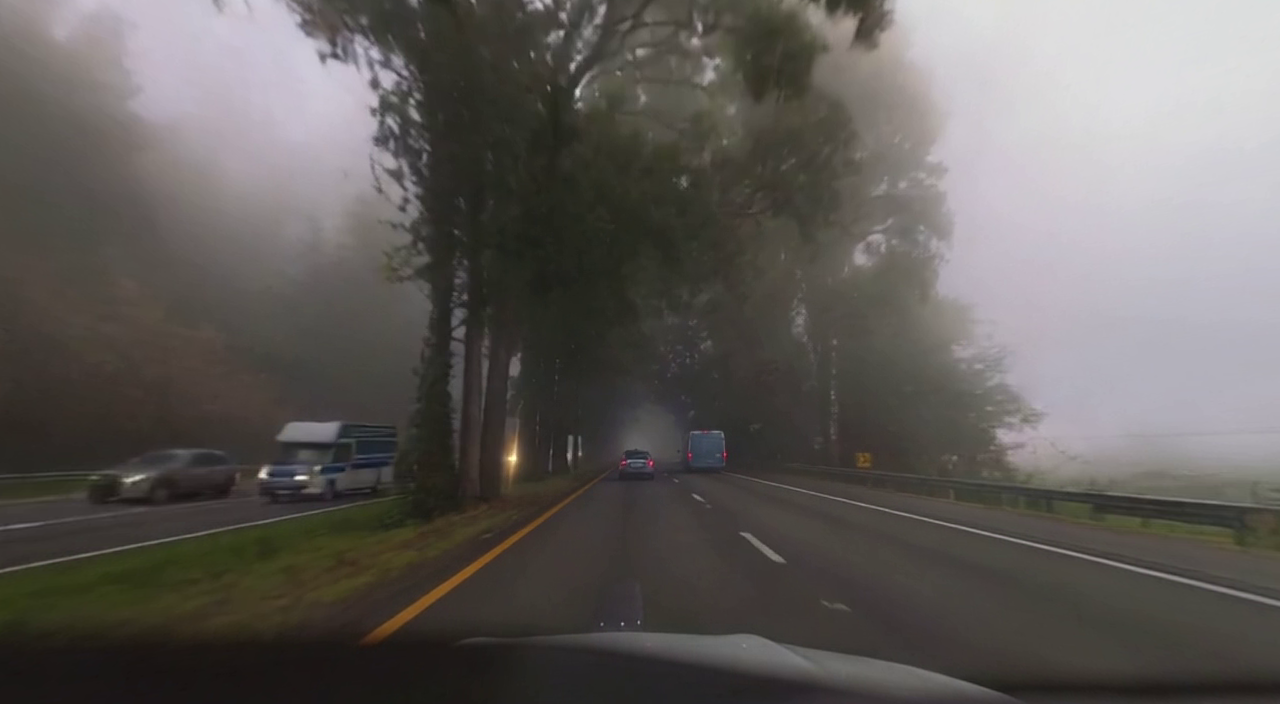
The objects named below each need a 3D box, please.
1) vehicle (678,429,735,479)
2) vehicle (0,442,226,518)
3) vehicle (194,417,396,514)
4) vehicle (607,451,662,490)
[{"bbox_3d":[3.726,5.869,36.427,2.513,2.633,5.930,0,-9,-1],"label":"vehicle"},{"bbox_3d":[-11.484,2.778,14.157,1.752,1.442,3.808,0,-9,0],"label":"vehicle"},{"bbox_3d":[-7.768,2.627,14.964,2.023,1.871,4.993,0,-9,-1],"label":"vehicle"},{"bbox_3d":[-0.201,4.722,25.501,2.037,1.417,3.885,0,-9,0],"label":"vehicle"}]
